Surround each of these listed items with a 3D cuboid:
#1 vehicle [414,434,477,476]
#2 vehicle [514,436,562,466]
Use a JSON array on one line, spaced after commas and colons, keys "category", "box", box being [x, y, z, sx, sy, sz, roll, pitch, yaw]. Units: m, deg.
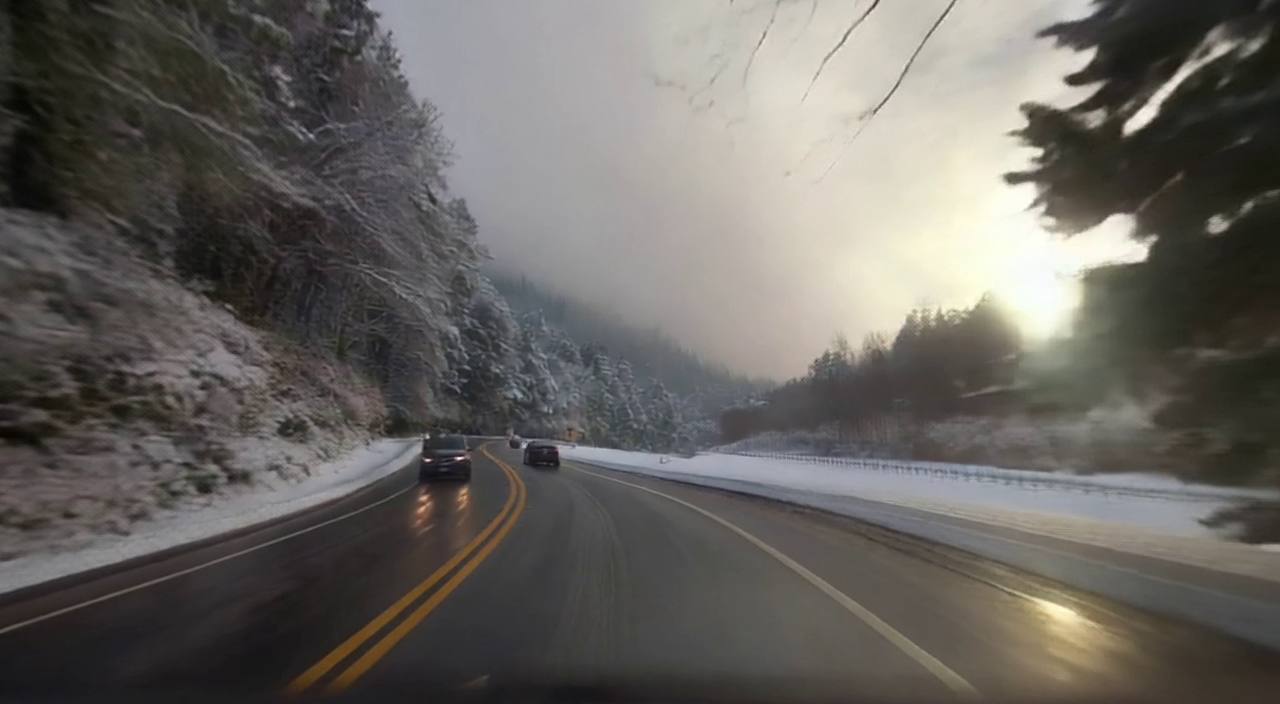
[{"category": "vehicle", "box": [-8.155, 4.350, 26.862, 2.167, 1.602, 4.548, 2, -8, -13]}, {"category": "vehicle", "box": [-5.672, 5.407, 34.617, 2.120, 1.491, 4.349, 3, -8, -14]}]
